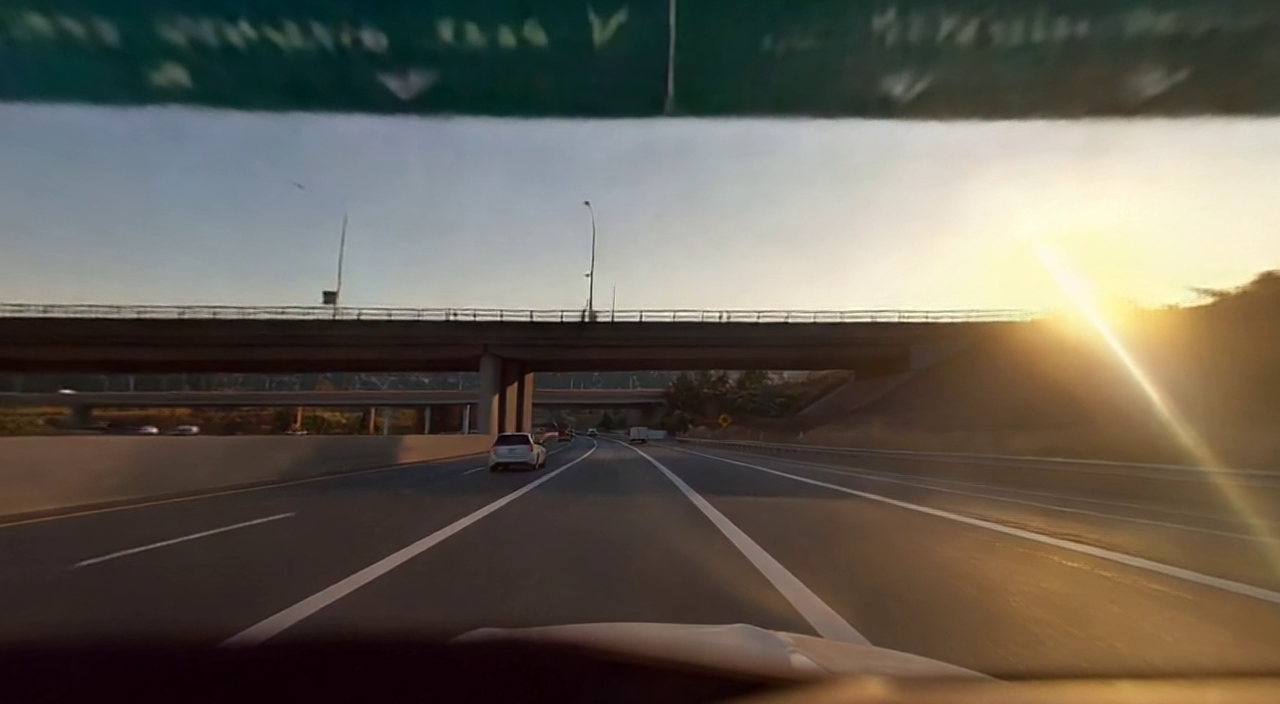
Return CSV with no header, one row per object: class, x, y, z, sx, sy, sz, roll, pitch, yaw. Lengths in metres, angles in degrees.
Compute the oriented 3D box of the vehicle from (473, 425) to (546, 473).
vehicle,-4.567,3.429,22.556,1.878,1.548,3.966,0,-8,-1
